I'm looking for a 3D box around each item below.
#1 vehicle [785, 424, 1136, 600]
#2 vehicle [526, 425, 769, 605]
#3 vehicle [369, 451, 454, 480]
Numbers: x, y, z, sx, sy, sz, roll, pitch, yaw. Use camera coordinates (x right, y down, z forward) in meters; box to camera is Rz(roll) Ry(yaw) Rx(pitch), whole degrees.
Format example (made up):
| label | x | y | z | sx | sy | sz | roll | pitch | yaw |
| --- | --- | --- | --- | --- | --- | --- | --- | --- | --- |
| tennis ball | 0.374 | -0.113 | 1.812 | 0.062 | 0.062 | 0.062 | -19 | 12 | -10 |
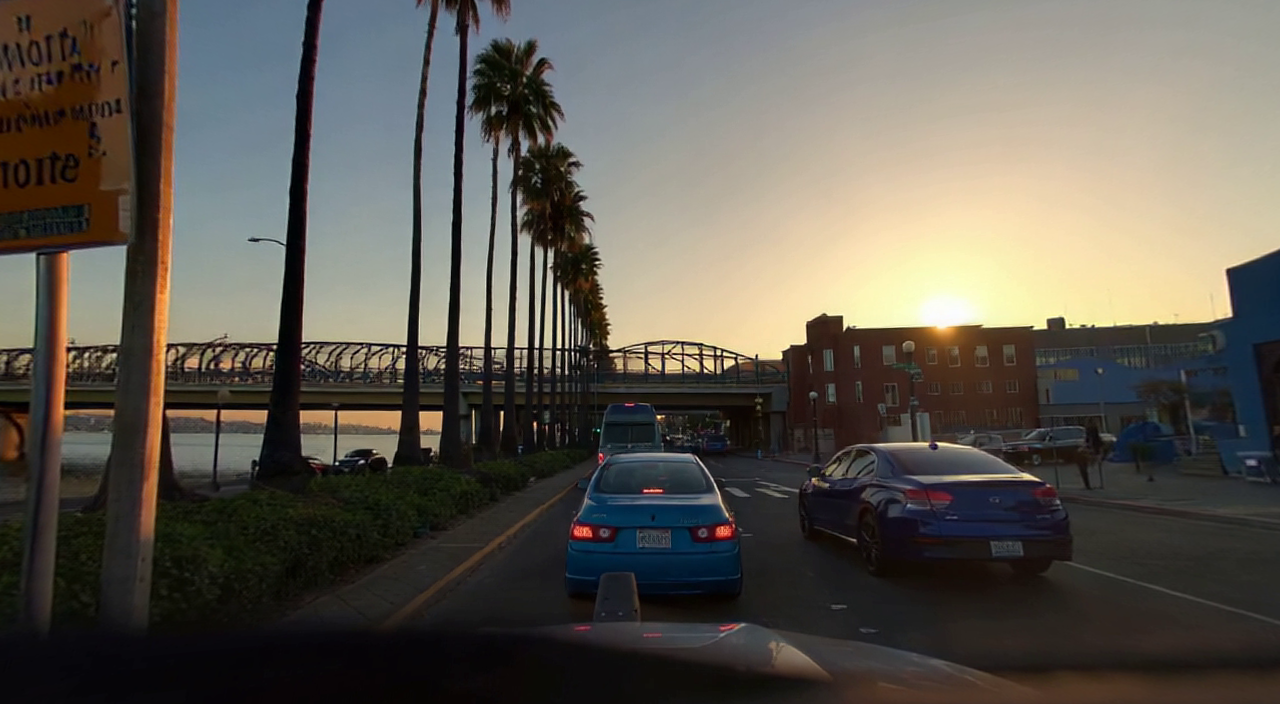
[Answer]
| label | x | y | z | sx | sy | sz | roll | pitch | yaw |
| --- | --- | --- | --- | --- | --- | --- | --- | --- | --- |
| vehicle | 3.275 | 1.714 | 7.712 | 1.920 | 1.490 | 4.417 | 0 | -9 | -1 |
| vehicle | 0.058 | 1.666 | 7.267 | 2.048 | 1.503 | 3.681 | 0 | -9 | 0 |
| vehicle | -14.949 | 7.471 | 41.654 | 4.852 | 1.802 | 2.104 | 1 | -8 | -6 |
